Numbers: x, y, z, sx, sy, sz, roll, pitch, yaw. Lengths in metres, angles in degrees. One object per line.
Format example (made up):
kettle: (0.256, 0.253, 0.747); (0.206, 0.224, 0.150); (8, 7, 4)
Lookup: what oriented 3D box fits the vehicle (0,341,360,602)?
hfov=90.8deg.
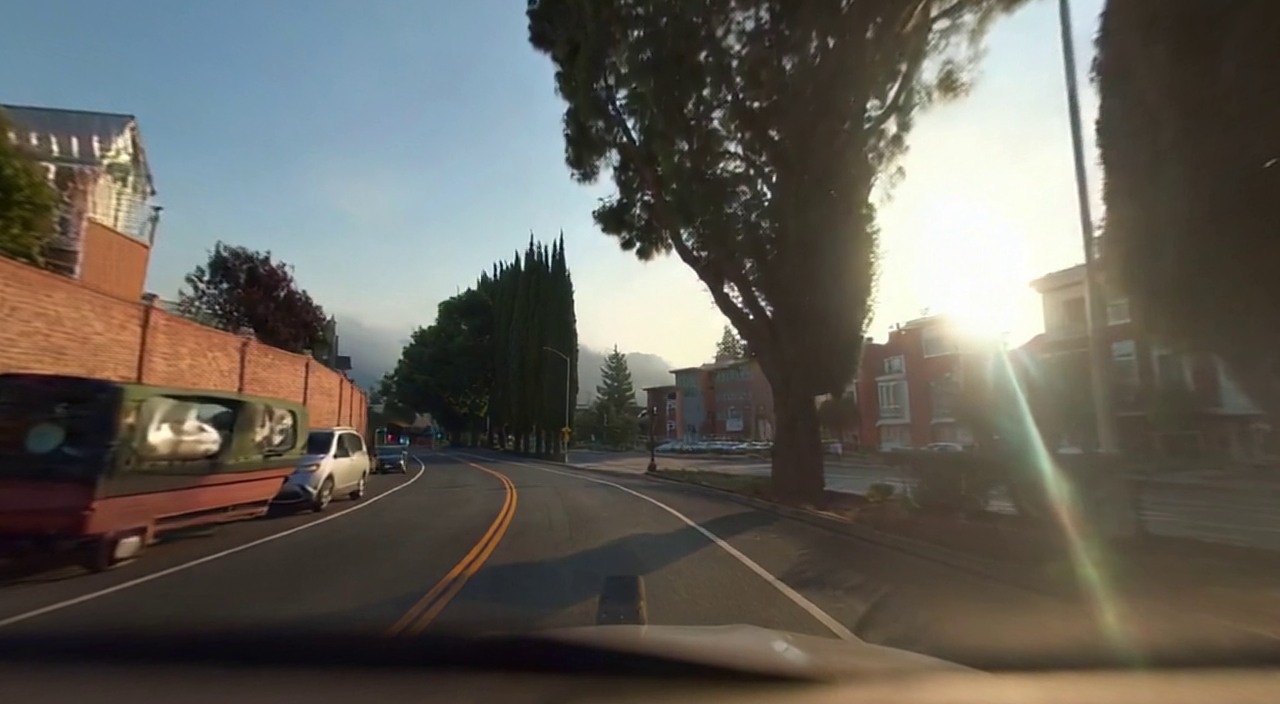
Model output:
vehicle: (-7.156, 1.553, 9.475); (3.073, 2.458, 6.937); (3, -8, -4)
